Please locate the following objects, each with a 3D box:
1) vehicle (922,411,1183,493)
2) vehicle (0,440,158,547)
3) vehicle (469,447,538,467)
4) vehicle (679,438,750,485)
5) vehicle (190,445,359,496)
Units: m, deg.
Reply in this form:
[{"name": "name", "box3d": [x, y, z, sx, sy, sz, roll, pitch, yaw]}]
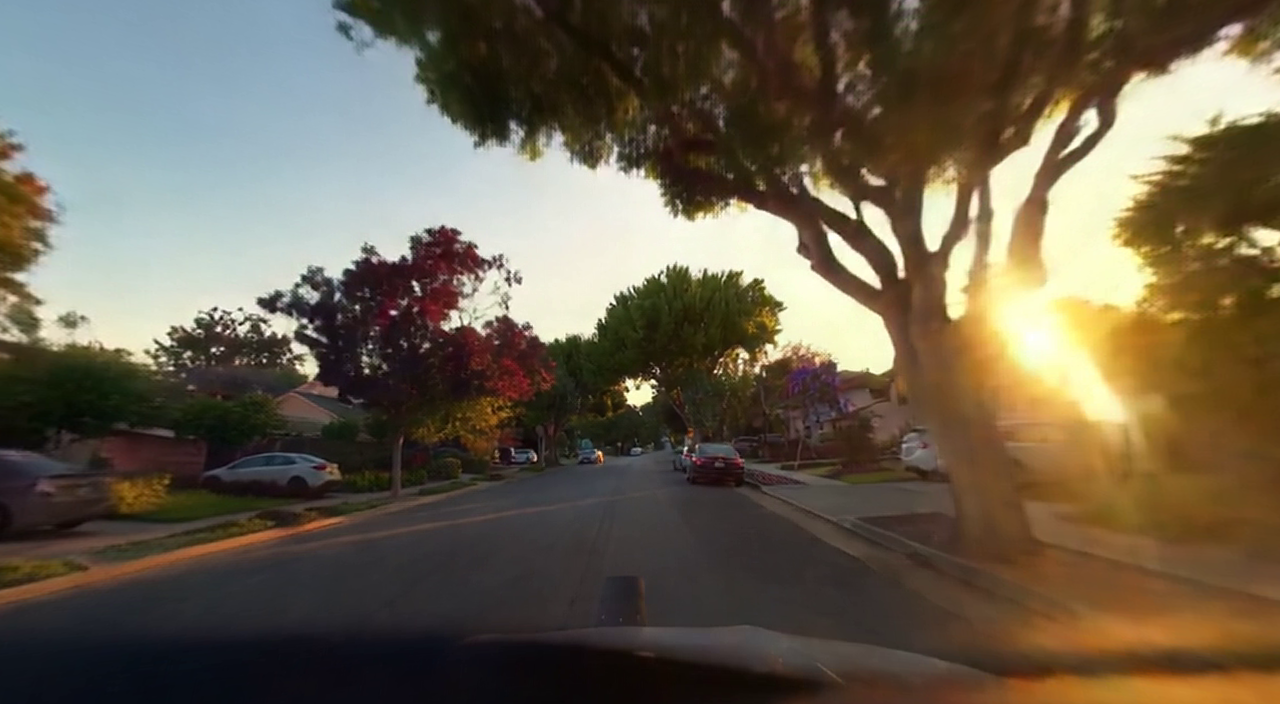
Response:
[{"name": "vehicle", "box3d": [8.910, 2.198, 13.993, 4.331, 1.570, 2.009, -1, -8, 0]}, {"name": "vehicle", "box3d": [-11.555, 2.355, 10.852, 4.972, 1.623, 1.884, 0, -9, 1]}, {"name": "vehicle", "box3d": [-10.694, 8.277, 49.841, 4.933, 1.547, 2.125, 0, -9, 0]}, {"name": "vehicle", "box3d": [2.516, 3.842, 22.423, 2.022, 1.483, 4.565, 0, -9, 1]}, {"name": "vehicle", "box3d": [-11.436, 3.715, 20.022, 4.118, 1.492, 1.902, 0, -9, -3]}]
